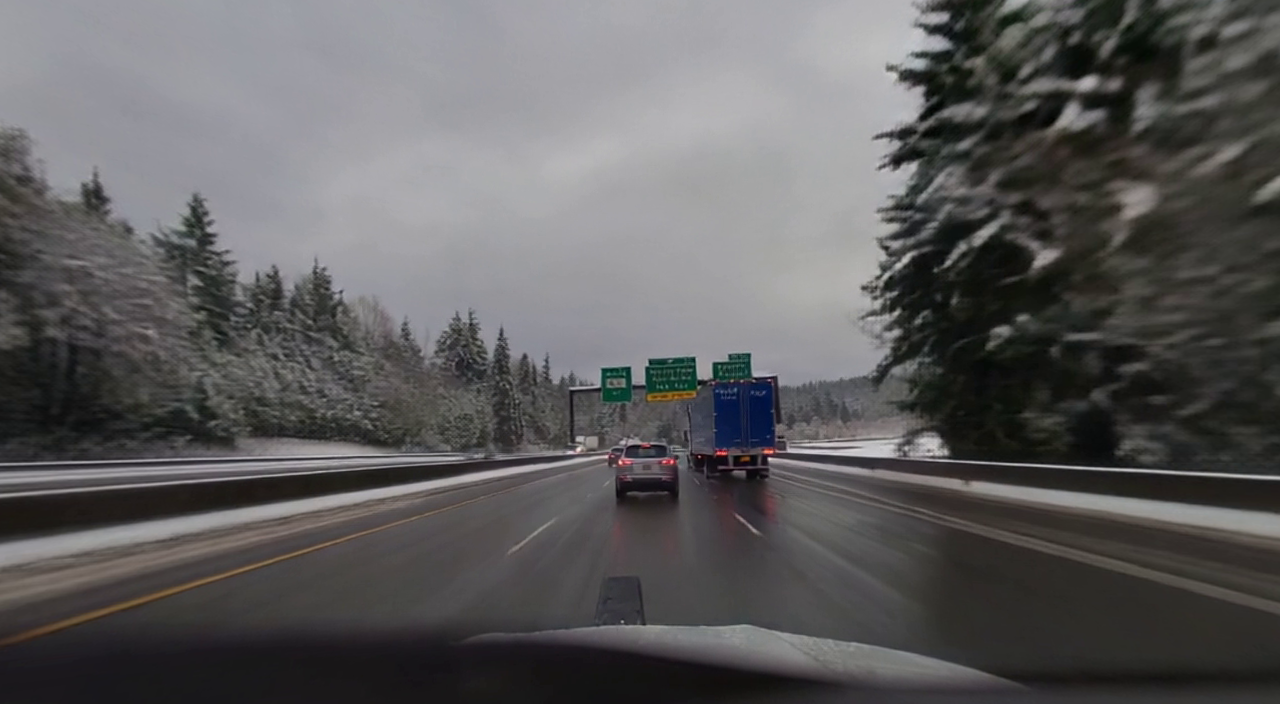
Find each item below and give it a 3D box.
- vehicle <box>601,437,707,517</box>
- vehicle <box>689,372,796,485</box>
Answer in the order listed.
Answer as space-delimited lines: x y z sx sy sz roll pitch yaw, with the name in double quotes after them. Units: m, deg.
0.280 2.797 14.555 2.039 1.532 4.610 0 -9 0 "vehicle"
4.176 3.800 29.424 2.960 4.018 13.834 0 -9 1 "vehicle"
